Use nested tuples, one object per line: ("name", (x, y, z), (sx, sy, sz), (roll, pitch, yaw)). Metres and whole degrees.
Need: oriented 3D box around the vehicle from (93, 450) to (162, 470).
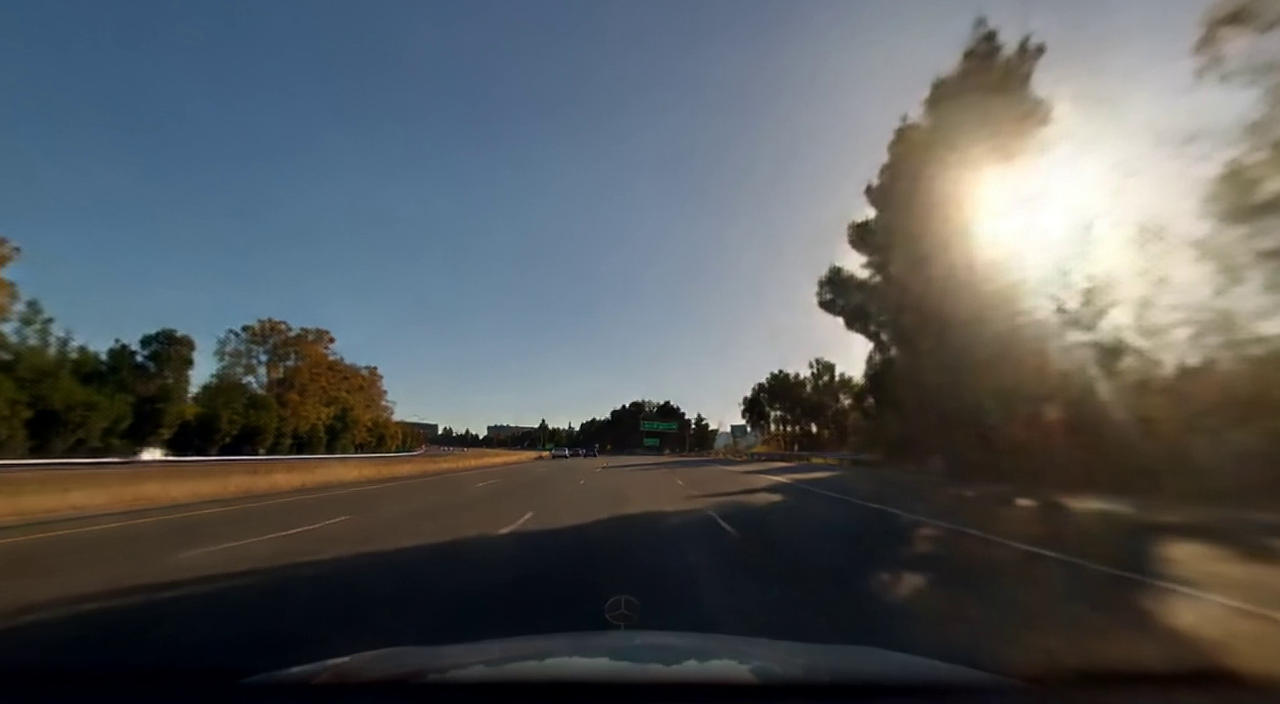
("vehicle", (-40.441, 8.515, 49.841), (1.795, 1.516, 4.404), (0, -9, 0))
